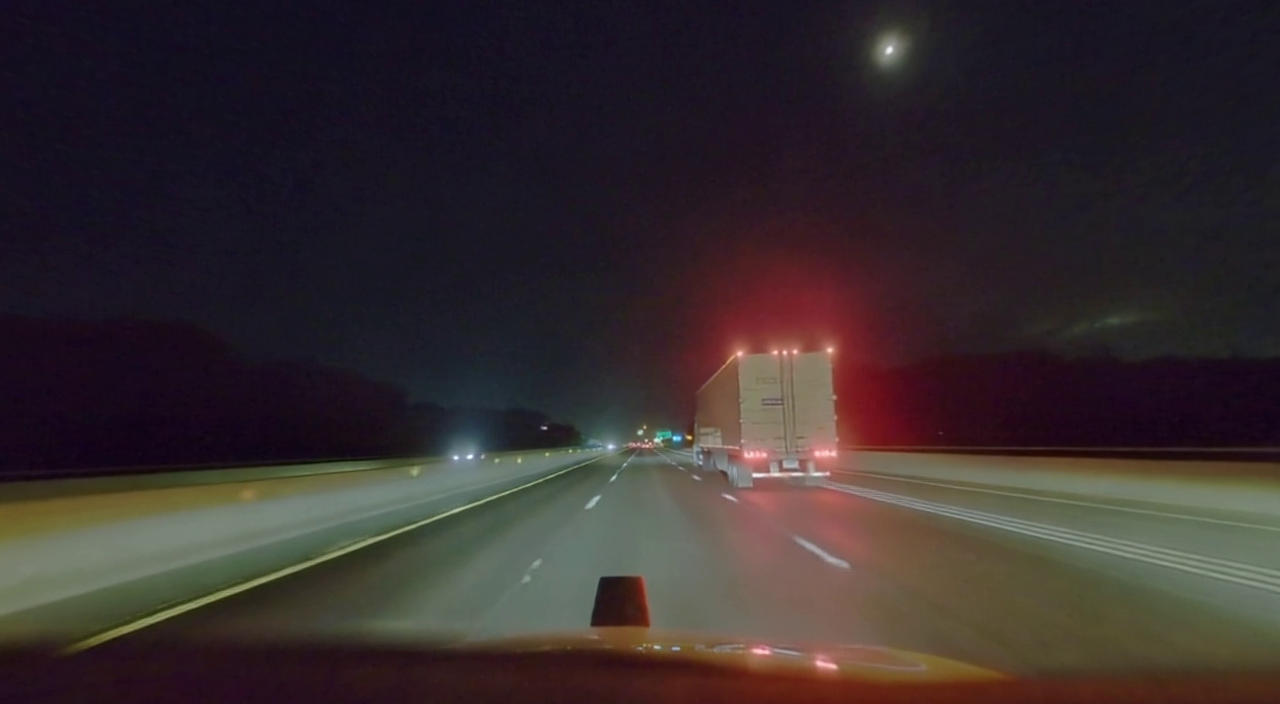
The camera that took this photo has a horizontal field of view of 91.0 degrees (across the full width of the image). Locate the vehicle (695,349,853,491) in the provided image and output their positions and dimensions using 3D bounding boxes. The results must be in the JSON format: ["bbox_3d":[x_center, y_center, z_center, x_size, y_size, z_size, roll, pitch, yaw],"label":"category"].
[{"bbox_3d":[4.603,3.057,26.176,3.187,4.197,15.004,0,-8,0],"label":"vehicle"}]
